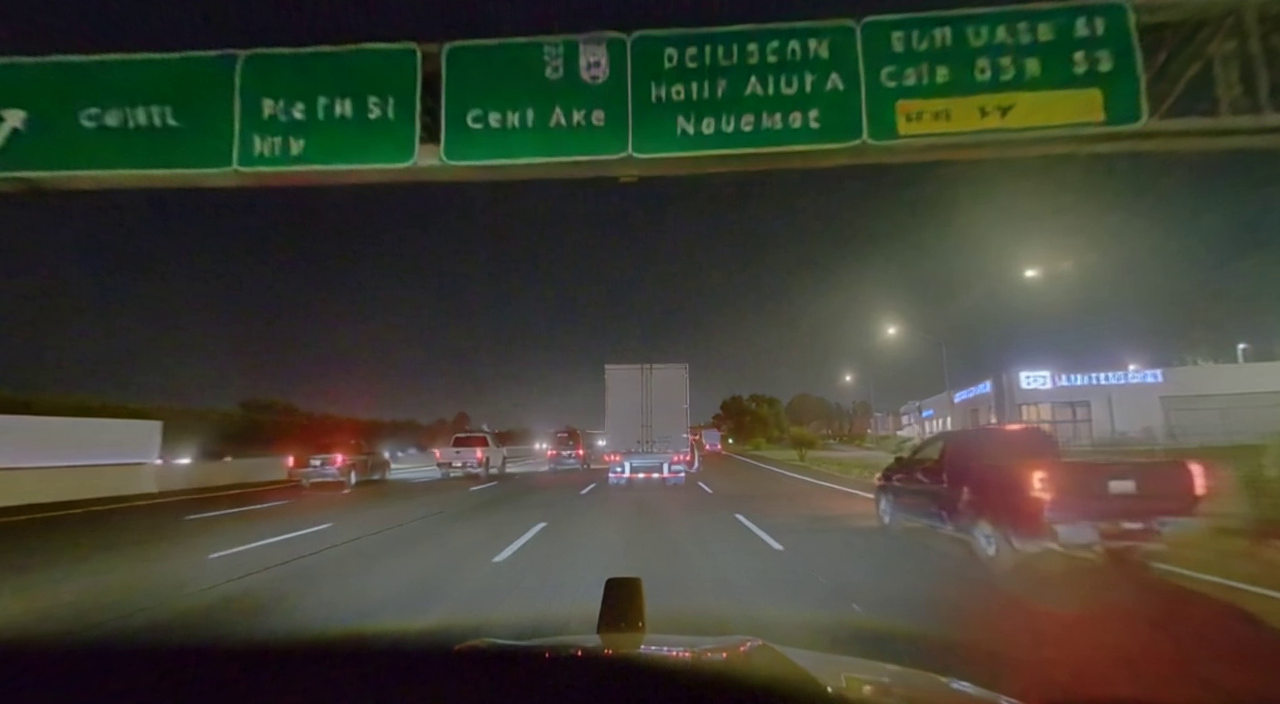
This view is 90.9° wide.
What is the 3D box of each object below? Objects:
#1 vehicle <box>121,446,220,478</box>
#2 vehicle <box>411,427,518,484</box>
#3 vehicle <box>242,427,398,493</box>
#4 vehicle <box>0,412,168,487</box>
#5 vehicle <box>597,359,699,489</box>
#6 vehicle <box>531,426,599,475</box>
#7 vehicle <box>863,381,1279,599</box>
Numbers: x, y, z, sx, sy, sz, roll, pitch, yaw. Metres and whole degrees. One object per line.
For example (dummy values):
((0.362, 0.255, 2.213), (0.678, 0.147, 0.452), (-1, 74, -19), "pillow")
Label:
((-24.245, 5.672, 32.794), (1.829, 1.494, 4.369), (0, -9, 0), "vehicle")
((-6.711, 4.066, 25.094), (2.479, 1.978, 5.952), (0, -9, 1), "vehicle")
((-10.307, 3.546, 21.070), (2.089, 1.885, 5.888), (0, -9, 0), "vehicle")
((-28.747, 4.597, 29.759), (2.781, 3.208, 13.296), (0, -9, 0), "vehicle")
((0.160, 2.815, 23.321), (2.941, 3.794, 9.851), (0, -9, -1), "vehicle")
((-3.364, 4.644, 29.829), (2.379, 2.075, 6.169), (0, -9, 1), "vehicle")
((4.647, 1.504, 7.711), (2.137, 1.796, 4.817), (0, -9, 1), "vehicle")
